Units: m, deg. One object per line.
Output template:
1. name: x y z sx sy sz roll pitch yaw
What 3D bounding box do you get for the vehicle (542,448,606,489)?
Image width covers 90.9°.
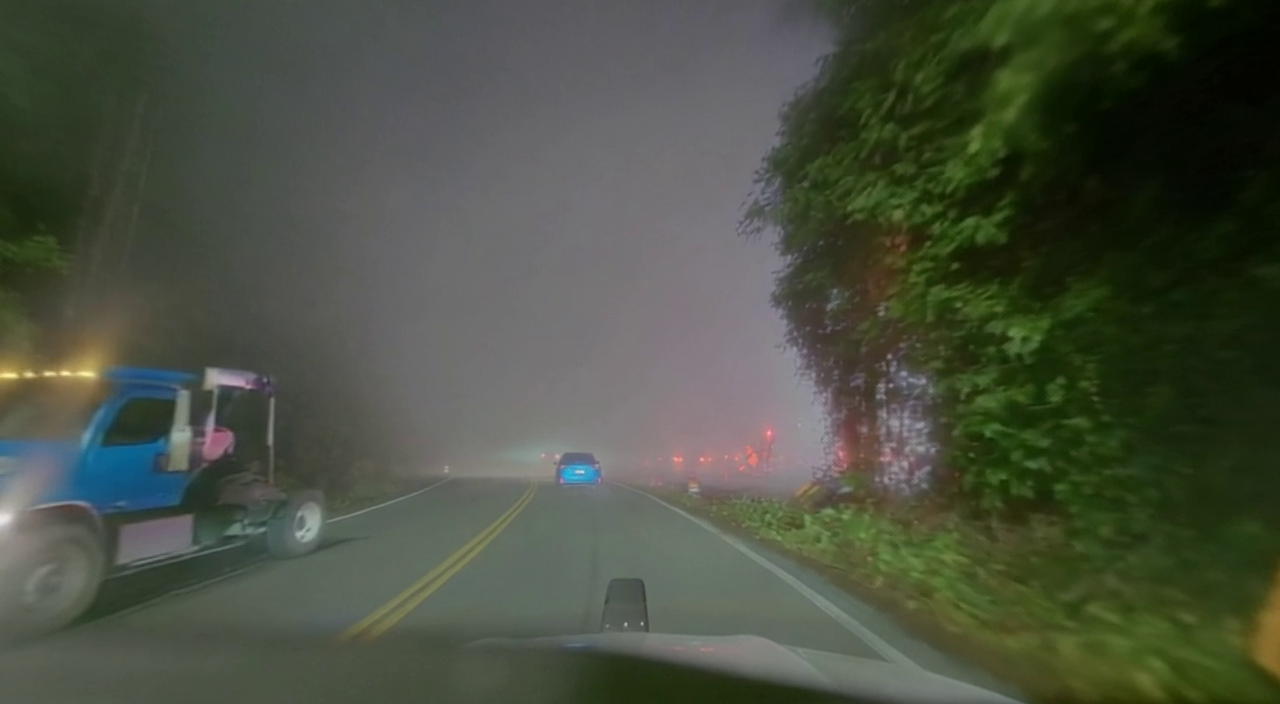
1. vehicle: -2.750 4.618 25.405 2.259 1.503 4.075 1 -9 -10

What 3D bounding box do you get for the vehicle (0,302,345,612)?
1. vehicle: -5.615 1.149 7.363 2.257 2.597 4.069 0 -9 0
